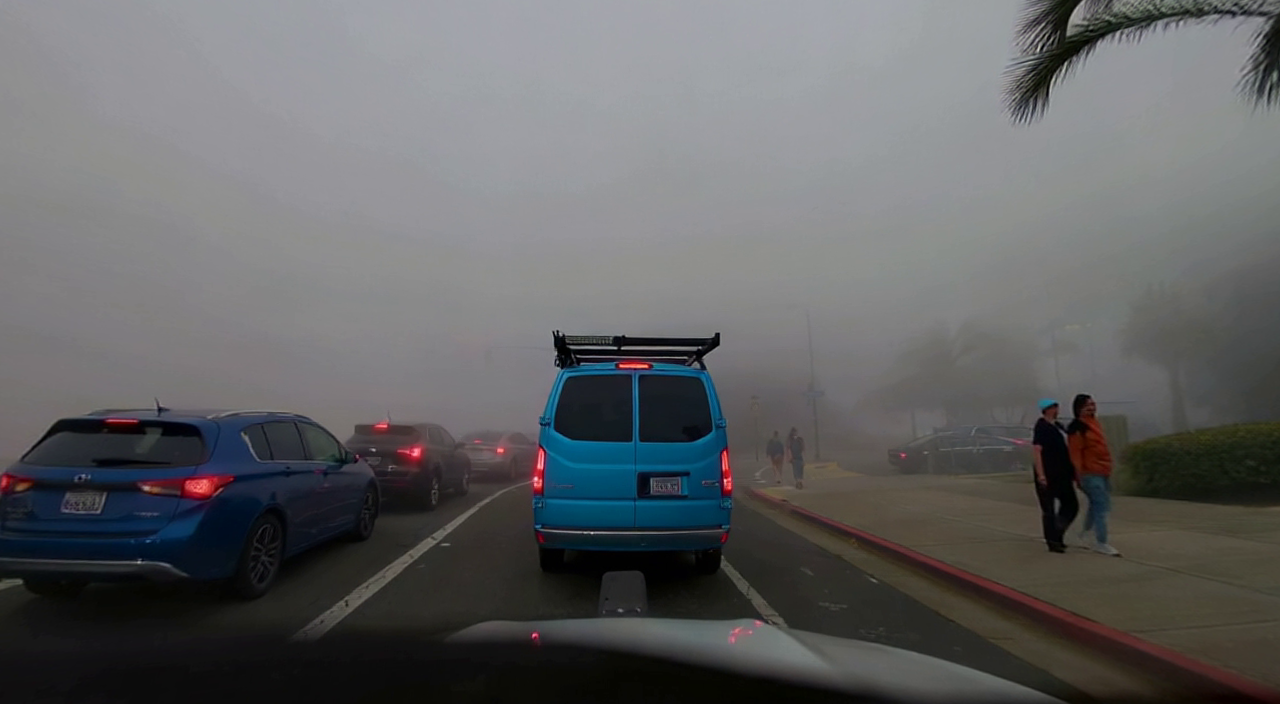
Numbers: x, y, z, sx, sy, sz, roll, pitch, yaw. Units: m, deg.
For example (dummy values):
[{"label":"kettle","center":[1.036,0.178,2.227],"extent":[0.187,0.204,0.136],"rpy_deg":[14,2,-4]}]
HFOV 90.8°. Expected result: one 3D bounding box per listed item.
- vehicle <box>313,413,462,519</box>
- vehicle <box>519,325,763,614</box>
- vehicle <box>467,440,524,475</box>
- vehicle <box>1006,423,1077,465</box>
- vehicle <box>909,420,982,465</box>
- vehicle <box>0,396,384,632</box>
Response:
[{"label":"vehicle","center":[-5.214,2.412,13.880],"extent":[2.089,1.854,5.022],"rpy_deg":[2,-9,-11]},{"label":"vehicle","center":[-0.201,1.222,7.174],"extent":[1.902,2.238,4.263],"rpy_deg":[1,-9,-6]},{"label":"vehicle","center":[-6.847,4.891,29.565],"extent":[1.818,1.479,4.428],"rpy_deg":[4,-9,-22]},{"label":"vehicle","center":[15.753,3.617,24.716],"extent":[2.048,1.475,3.972],"rpy_deg":[-6,-10,34]},{"label":"vehicle","center":[12.646,3.760,26.040],"extent":[2.046,1.675,3.924],"rpy_deg":[-6,-10,33]},{"label":"vehicle","center":[-4.402,1.464,6.664],"extent":[1.986,1.643,4.315],"rpy_deg":[1,-9,-6]}]
